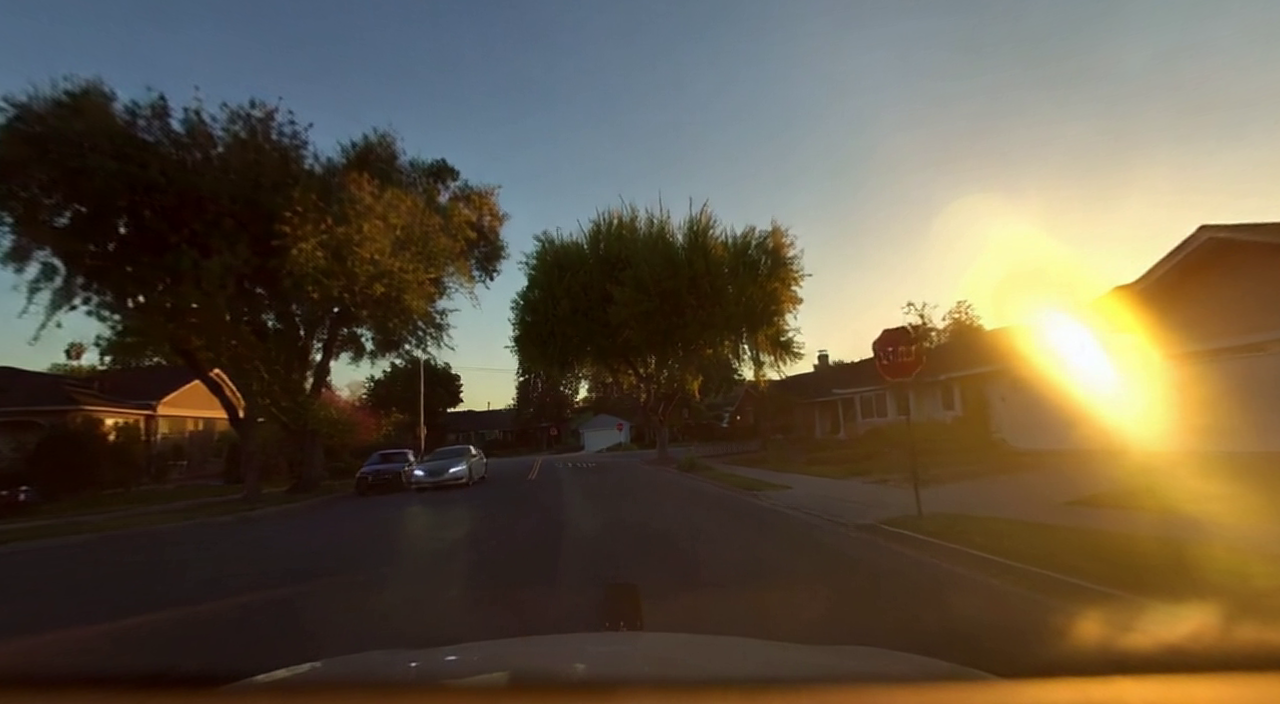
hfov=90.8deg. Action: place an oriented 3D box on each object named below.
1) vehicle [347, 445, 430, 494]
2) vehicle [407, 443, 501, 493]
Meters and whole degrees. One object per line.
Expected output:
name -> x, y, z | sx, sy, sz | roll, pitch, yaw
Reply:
vehicle -> -9.432, 4.387, 24.076 | 1.994, 1.656, 4.334 | 1, -9, -10
vehicle -> -6.348, 3.989, 22.191 | 2.146, 1.506, 4.885 | 0, -8, -4
